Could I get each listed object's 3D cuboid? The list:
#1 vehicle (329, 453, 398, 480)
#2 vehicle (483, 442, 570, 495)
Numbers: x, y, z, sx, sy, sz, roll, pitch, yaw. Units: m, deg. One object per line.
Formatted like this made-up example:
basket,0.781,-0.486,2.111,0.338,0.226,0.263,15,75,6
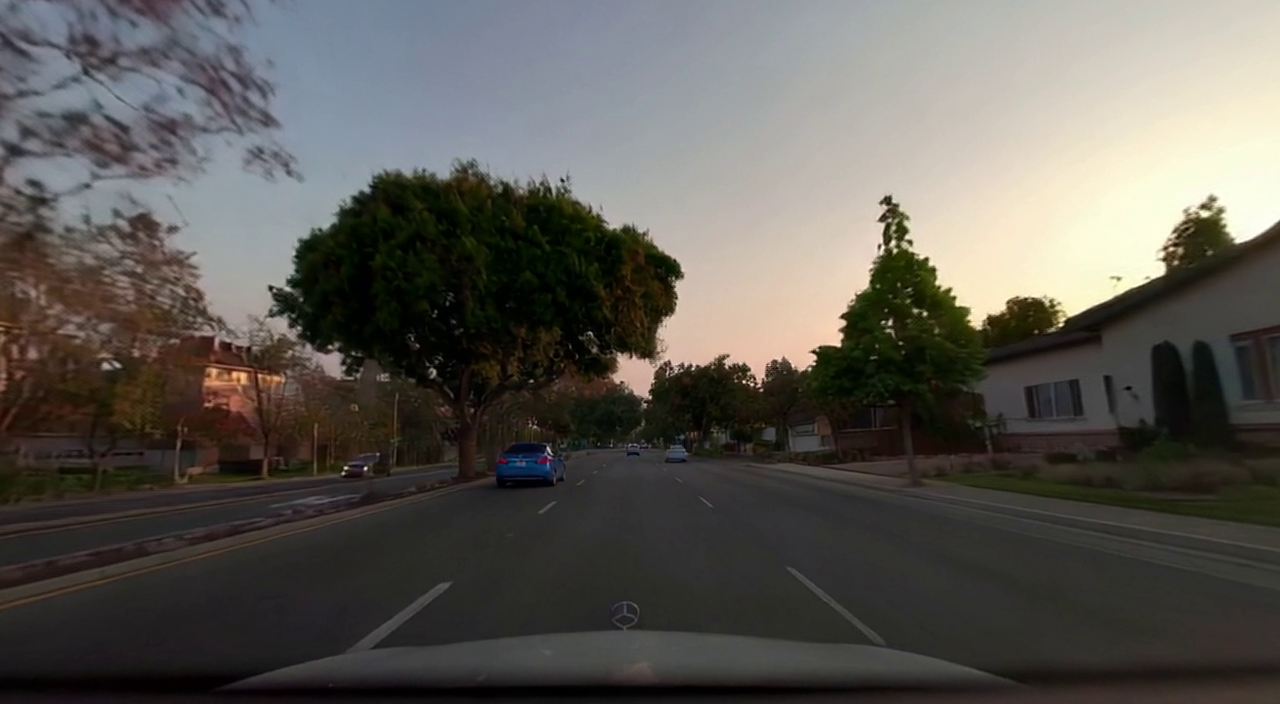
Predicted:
vehicle,-16.567,6.876,38.179,2.029,1.453,4.708,0,-8,0
vehicle,-3.452,3.626,20.047,2.005,1.477,4.169,0,-8,0
